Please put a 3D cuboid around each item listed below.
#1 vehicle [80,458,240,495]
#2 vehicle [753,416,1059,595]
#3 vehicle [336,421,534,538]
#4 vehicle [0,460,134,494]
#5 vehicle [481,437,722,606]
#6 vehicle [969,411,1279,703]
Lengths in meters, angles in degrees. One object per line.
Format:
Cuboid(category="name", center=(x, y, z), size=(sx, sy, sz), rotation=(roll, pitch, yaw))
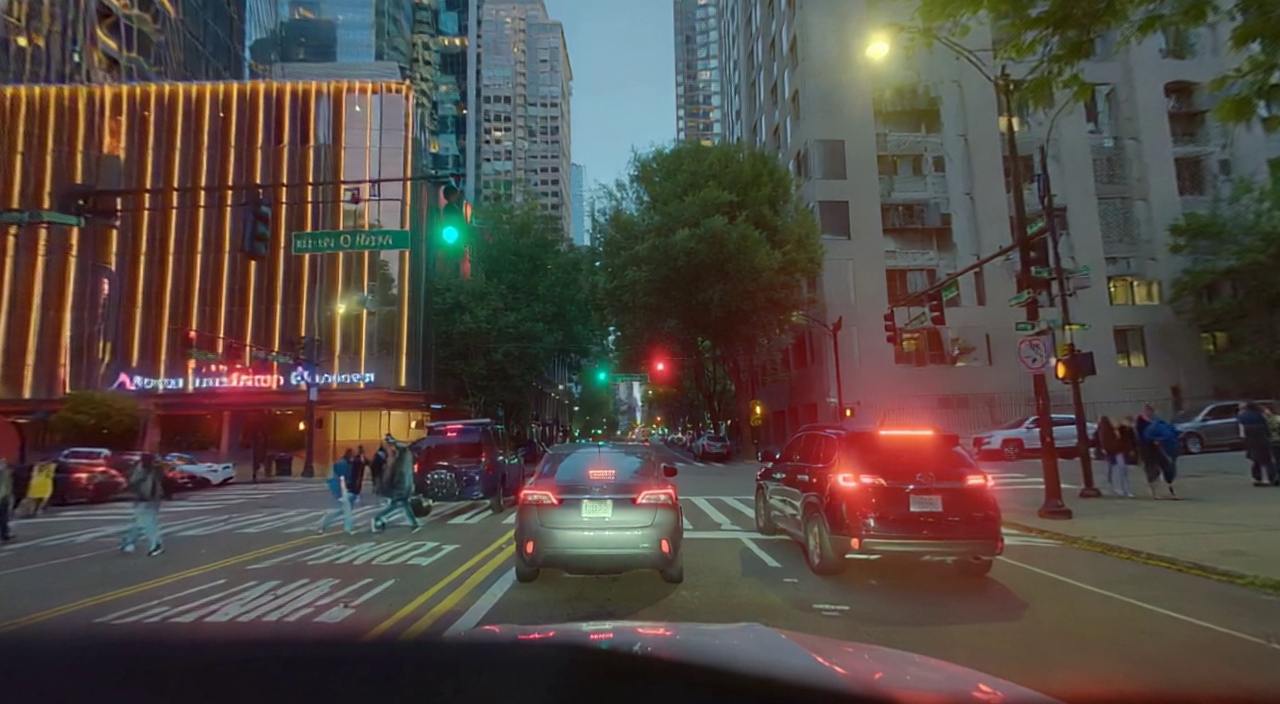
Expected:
Cuboid(category="vehicle", center=(-20.174, 5.245, 26.717), size=(5.153, 1.449, 1.966), rotation=(0, -8, 0))
Cuboid(category="vehicle", center=(3.032, 1.852, 8.630), size=(2.072, 1.735, 4.759), rotation=(0, -8, 0))
Cuboid(category="vehicle", center=(-3.690, 2.408, 12.695), size=(2.190, 1.840, 5.272), rotation=(0, -8, 0))
Cuboid(category="vehicle", center=(-27.379, 5.911, 30.090), size=(4.673, 1.478, 2.114), rotation=(0, -8, -1))
Cuboid(category="vehicle", center=(-0.362, 1.788, 7.646), size=(2.092, 1.454, 4.132), rotation=(0, -8, -1))
Cuboid(category="vehicle", center=(2.746, 0.804, 1.118), size=(1.902, 1.454, 4.540), rotation=(0, -8, 0))
